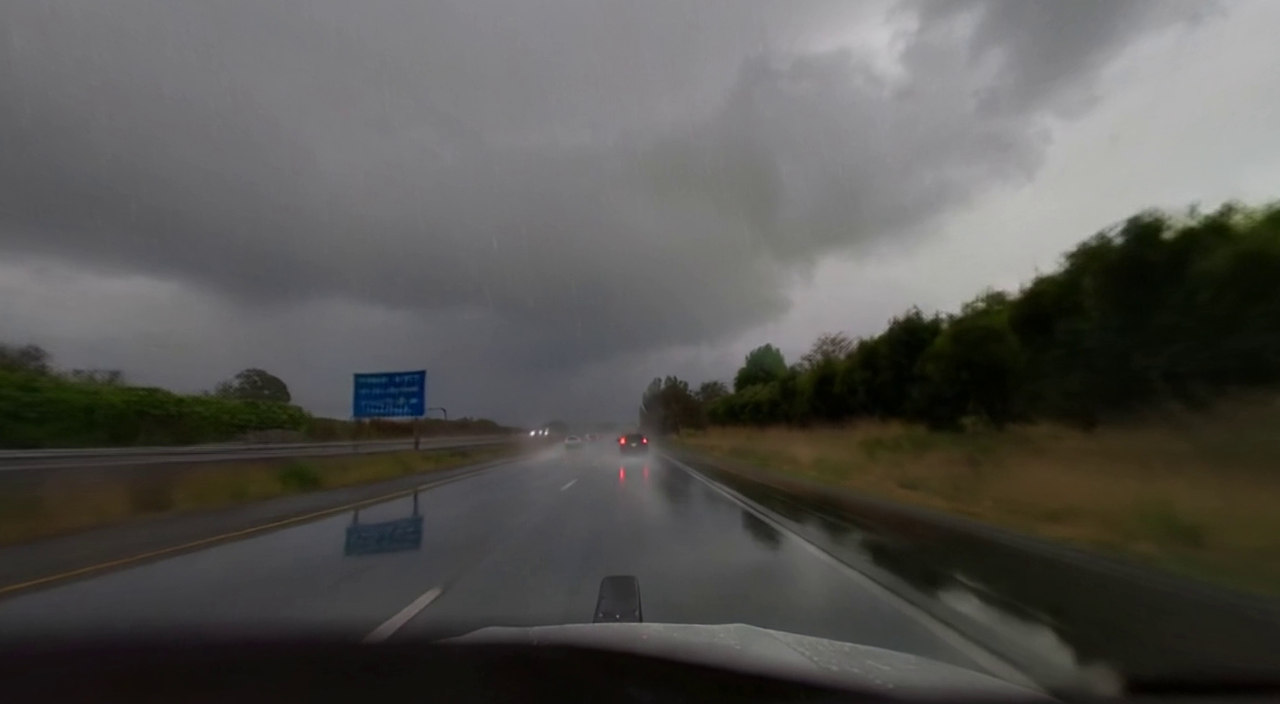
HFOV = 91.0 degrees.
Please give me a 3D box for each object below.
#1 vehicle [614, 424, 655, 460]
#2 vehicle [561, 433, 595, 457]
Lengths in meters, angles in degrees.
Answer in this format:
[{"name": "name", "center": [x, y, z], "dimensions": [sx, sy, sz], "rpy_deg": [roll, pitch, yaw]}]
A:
[{"name": "vehicle", "center": [-0.370, 5.173, 36.253], "dimensions": [2.223, 1.957, 4.416], "rpy_deg": [0, -8, -2]}, {"name": "vehicle", "center": [-4.409, 6.633, 45.032], "dimensions": [2.062, 1.567, 4.117], "rpy_deg": [0, -8, -1]}]
